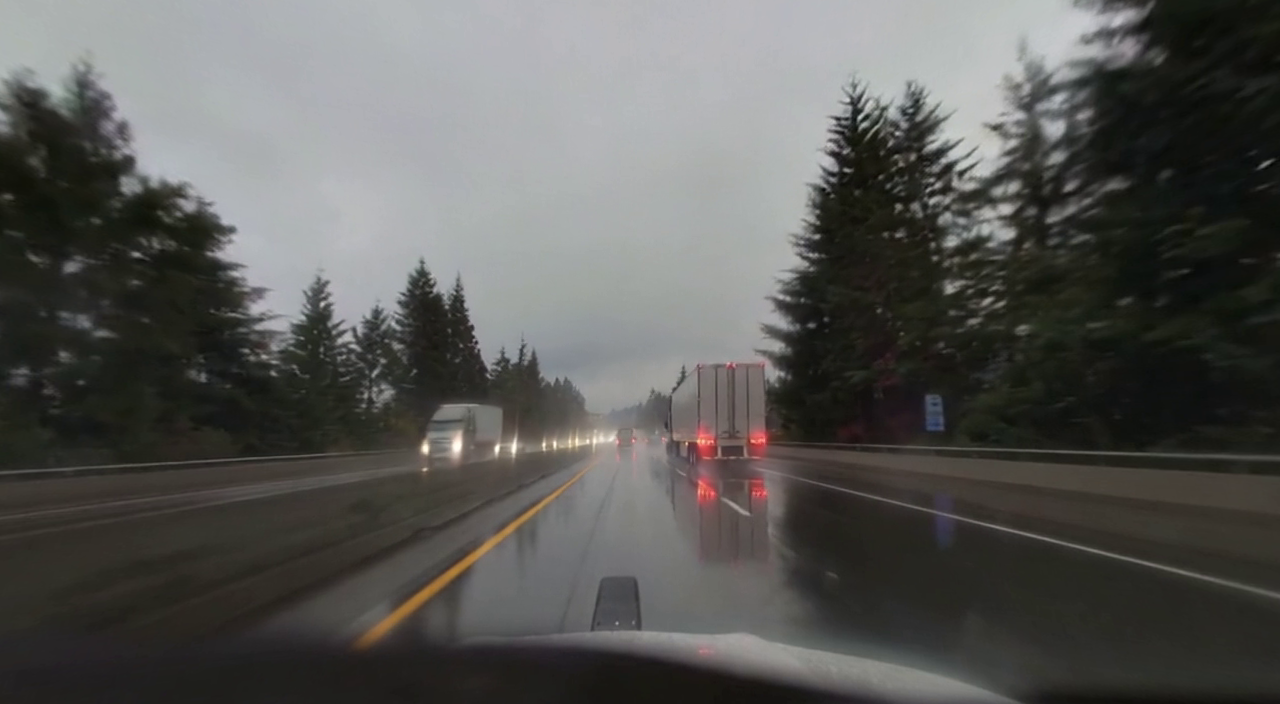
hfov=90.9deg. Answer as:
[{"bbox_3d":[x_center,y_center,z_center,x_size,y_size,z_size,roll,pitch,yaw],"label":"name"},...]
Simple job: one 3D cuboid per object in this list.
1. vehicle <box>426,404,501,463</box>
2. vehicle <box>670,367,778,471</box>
[{"bbox_3d":[-13.207,6.265,48.196,2.952,4.048,10.005,0,-8,-1],"label":"vehicle"},{"bbox_3d":[3.549,3.487,31.146,3.038,3.975,13.887,0,-8,-1],"label":"vehicle"}]
